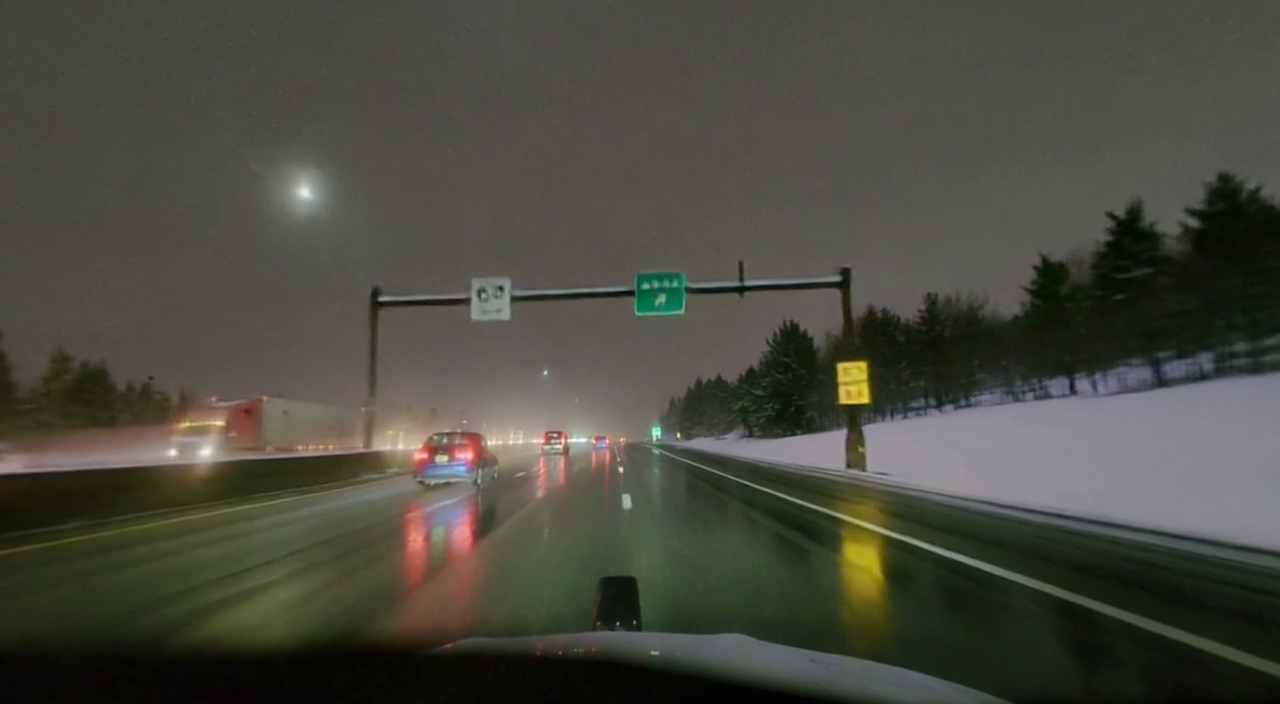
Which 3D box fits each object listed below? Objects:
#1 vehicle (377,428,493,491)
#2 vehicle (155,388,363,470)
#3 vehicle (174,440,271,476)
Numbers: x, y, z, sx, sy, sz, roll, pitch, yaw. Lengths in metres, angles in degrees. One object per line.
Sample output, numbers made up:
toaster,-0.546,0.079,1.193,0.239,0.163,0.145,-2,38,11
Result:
vehicle,-5.623,2.978,17.826,1.953,1.550,4.167,0,-8,-1
vehicle,-22.477,4.956,39.463,3.348,3.923,16.919,-1,-8,-3
vehicle,-18.519,4.698,28.118,1.790,1.460,3.806,0,-8,-1
